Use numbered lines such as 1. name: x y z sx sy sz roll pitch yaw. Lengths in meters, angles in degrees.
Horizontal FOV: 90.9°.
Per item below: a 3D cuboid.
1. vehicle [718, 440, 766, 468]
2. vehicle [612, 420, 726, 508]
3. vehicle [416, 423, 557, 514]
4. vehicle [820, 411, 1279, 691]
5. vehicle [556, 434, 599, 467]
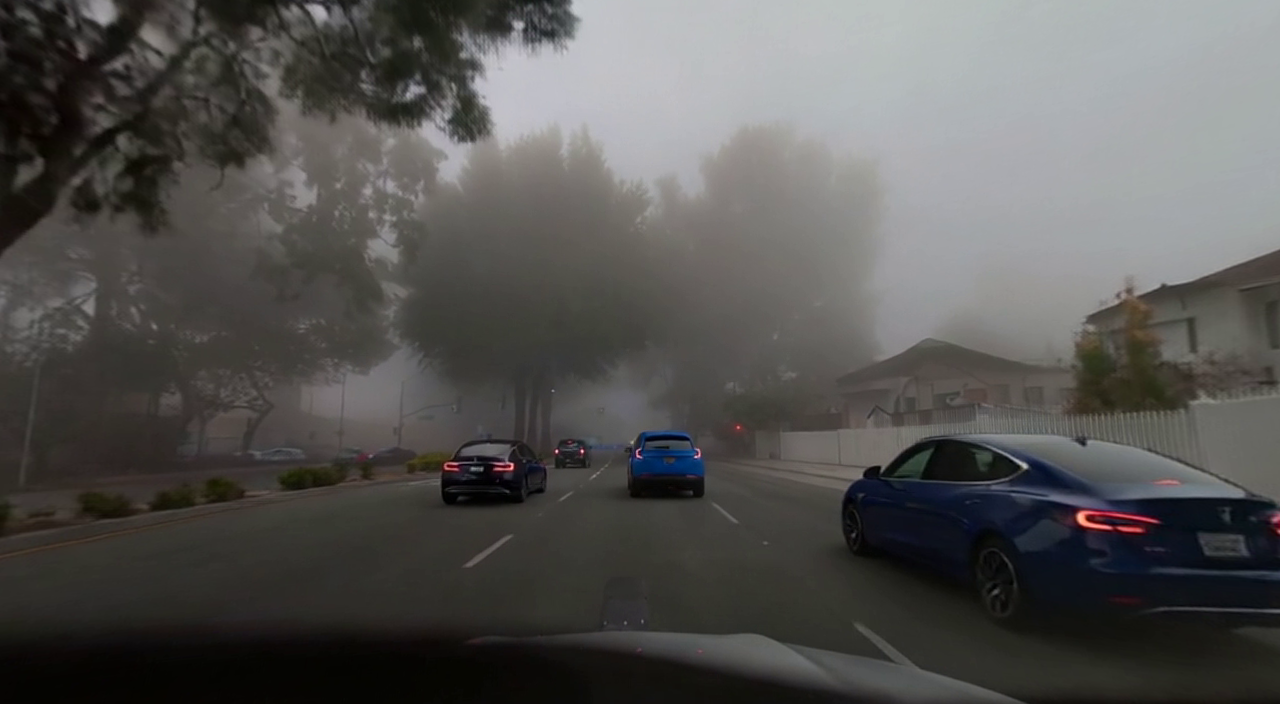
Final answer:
1. vehicle: 5.752 5.823 36.118 2.010 1.486 4.498 0 -8 0
2. vehicle: 0.526 2.555 14.846 2.280 1.747 4.361 0 -8 -1
3. vehicle: -3.186 2.532 14.213 2.043 1.687 4.676 0 -8 0
4. vehicle: 3.399 1.410 5.777 2.017 1.491 4.611 0 -8 -2
5. vehicle: -3.460 5.545 35.704 2.014 1.755 4.360 0 -8 0
